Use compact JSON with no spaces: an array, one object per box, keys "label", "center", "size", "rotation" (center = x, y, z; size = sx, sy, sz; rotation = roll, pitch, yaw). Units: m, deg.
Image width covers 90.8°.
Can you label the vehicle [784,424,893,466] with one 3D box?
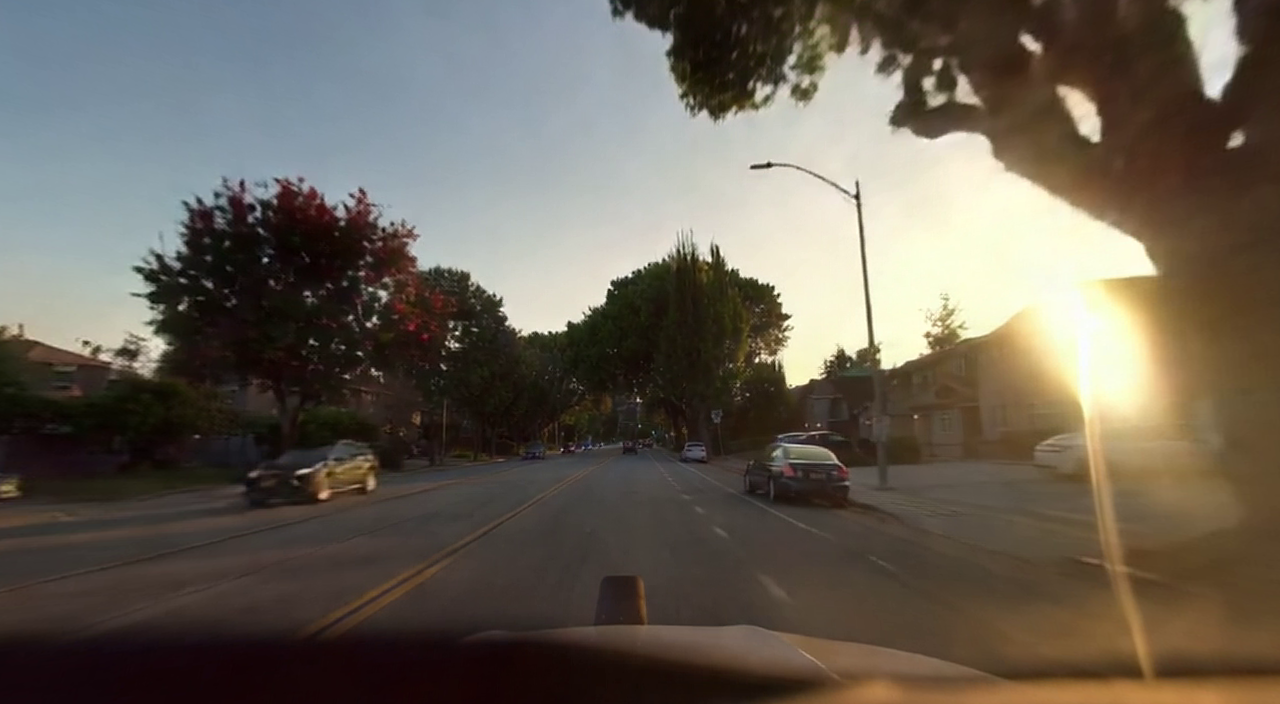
[{"label":"vehicle","center":[10.602,5.042,34.067],"size":[4.964,1.739,2.184],"rotation":[-5,-10,-2]}]

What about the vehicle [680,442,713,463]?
[{"label":"vehicle","center":[4.189,7.556,47.615],"size":[2.011,1.458,4.633],"rotation":[0,-8,-1]}]

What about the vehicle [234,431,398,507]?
[{"label":"vehicle","center":[-8.394,3.034,16.923],"size":[2.090,1.748,4.345],"rotation":[0,-8,-1]}]

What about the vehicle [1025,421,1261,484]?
[{"label":"vehicle","center":[12.388,2.492,15.790],"size":[4.264,1.445,1.900],"rotation":[0,-8,-1]}]

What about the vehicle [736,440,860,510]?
[{"label":"vehicle","center":[3.826,3.043,16.224],"size":[1.991,1.500,4.562],"rotation":[0,-8,0]}]
